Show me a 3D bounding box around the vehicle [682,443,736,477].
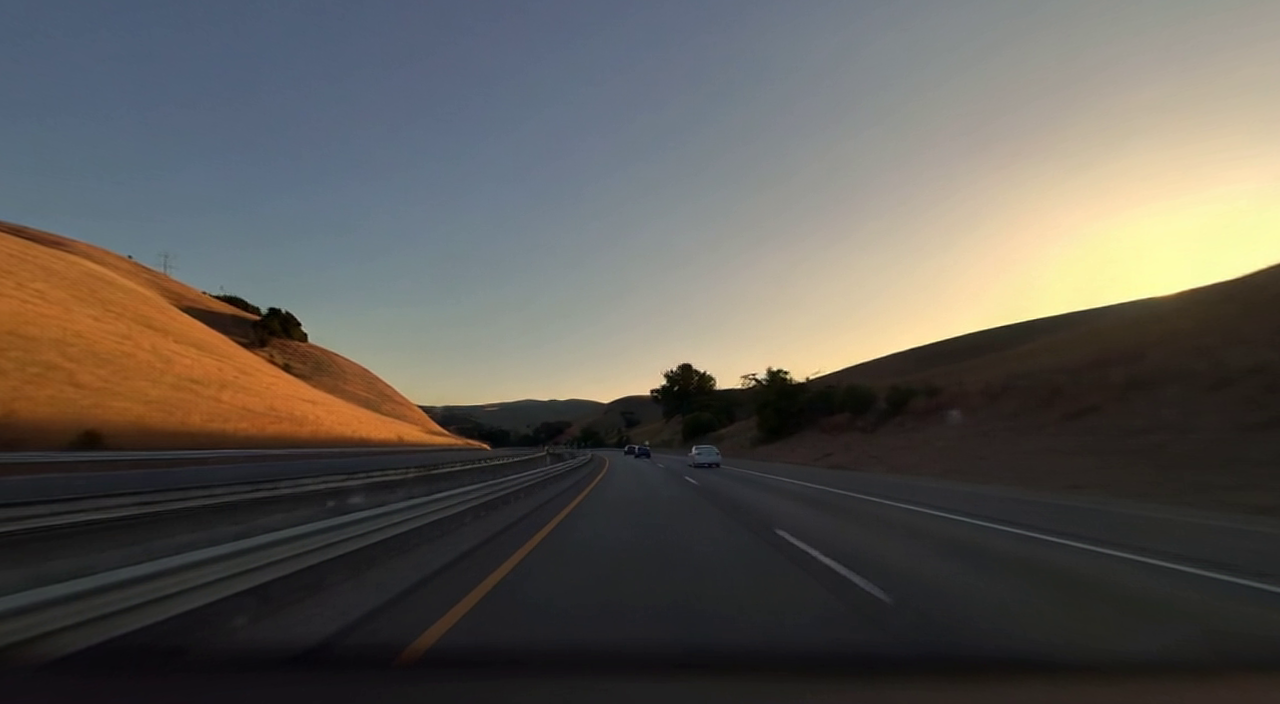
[{"bbox_3d":[3.294,5.239,30.985,1.960,1.516,4.657,0,-8,-2],"label":"vehicle"}]
